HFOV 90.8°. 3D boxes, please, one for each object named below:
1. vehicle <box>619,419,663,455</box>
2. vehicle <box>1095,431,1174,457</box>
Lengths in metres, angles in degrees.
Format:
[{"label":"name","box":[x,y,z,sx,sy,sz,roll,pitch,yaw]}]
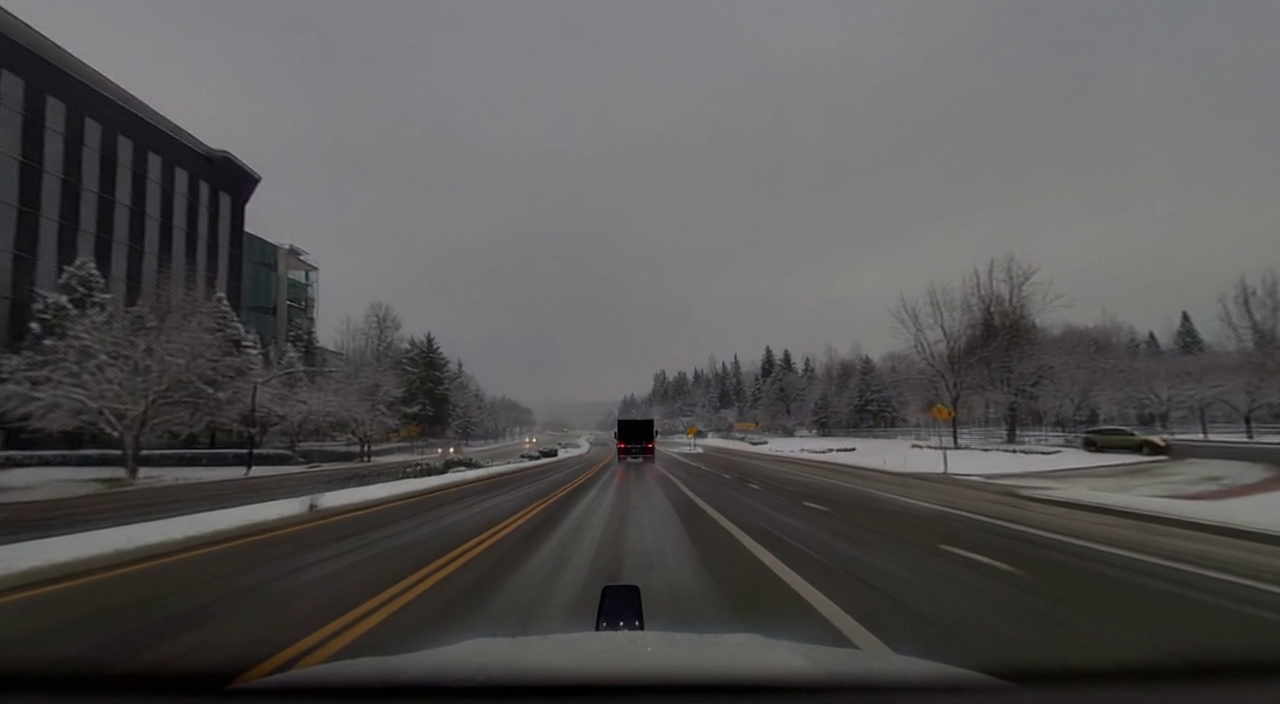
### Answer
[{"label":"vehicle","box":[-0.054,4.736,34.836,2.178,1.829,4.932,0,-9,-3]},{"label":"vehicle","box":[35.717,6.658,45.702,4.297,1.798,1.955,0,-8,-10]}]
